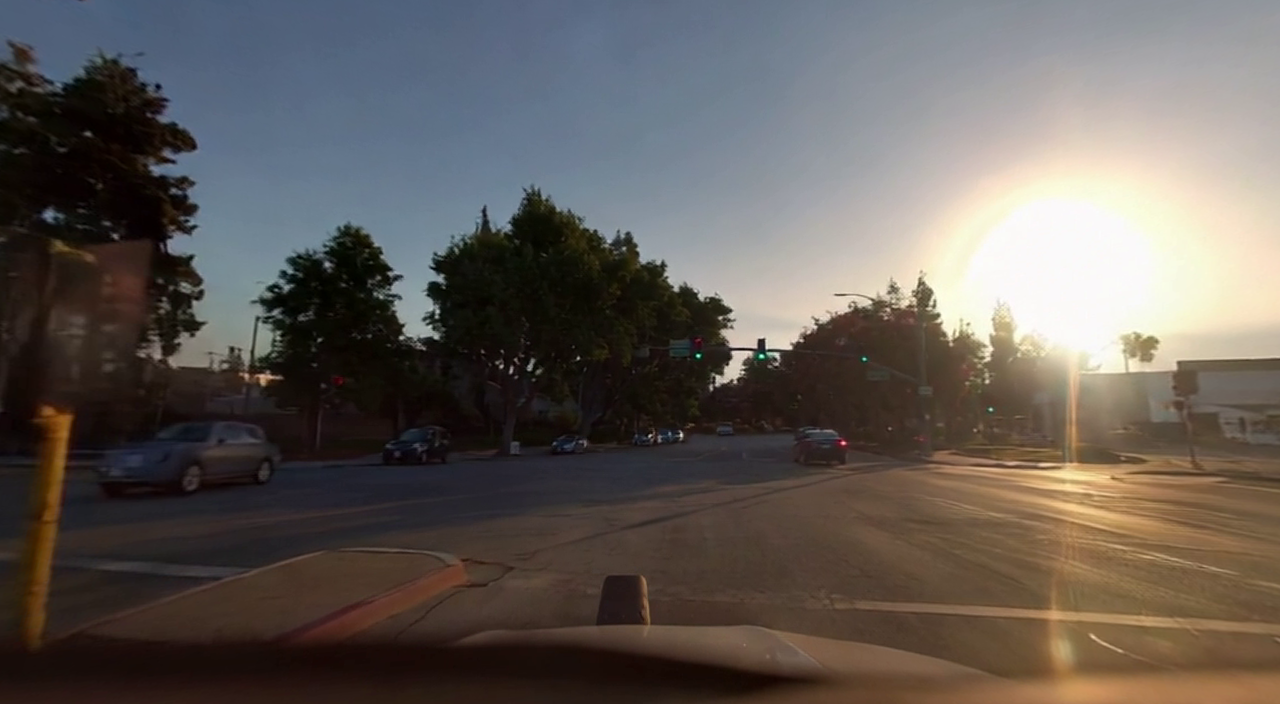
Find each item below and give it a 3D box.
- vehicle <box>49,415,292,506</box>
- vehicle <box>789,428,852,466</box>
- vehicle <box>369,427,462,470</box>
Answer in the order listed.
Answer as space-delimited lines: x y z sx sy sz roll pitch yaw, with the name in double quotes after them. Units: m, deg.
-10.993 2.581 15.276 2.112 1.853 4.516 -1 -9 5 "vehicle"
8.706 4.653 30.670 2.090 1.717 4.063 0 -8 4 "vehicle"
-10.072 4.392 28.587 2.090 1.779 4.697 -1 -9 6 "vehicle"
